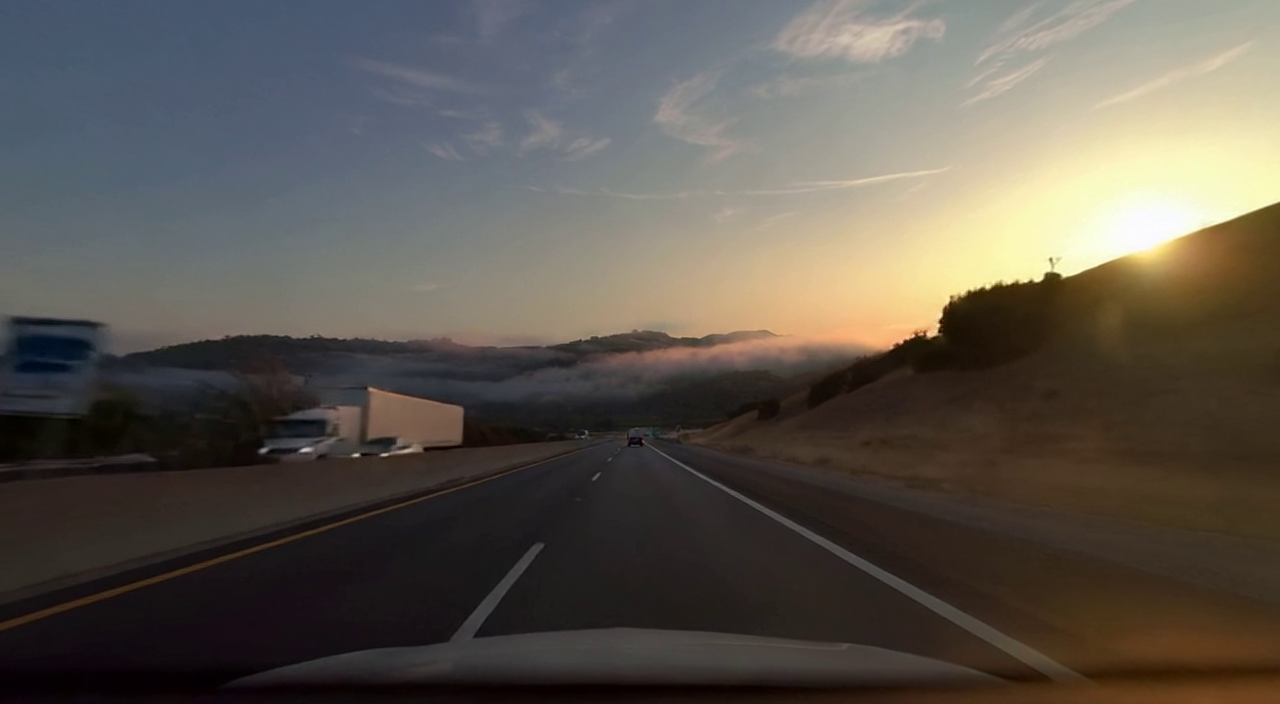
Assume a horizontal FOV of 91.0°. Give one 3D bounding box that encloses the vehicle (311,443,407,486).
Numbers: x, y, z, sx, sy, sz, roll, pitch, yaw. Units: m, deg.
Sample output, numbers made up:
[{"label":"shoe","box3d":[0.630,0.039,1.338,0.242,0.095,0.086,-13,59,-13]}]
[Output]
[{"label":"vehicle","box3d":[-10.904,4.357,24.802,1.918,1.462,4.383,-2,-8,-2]}]
